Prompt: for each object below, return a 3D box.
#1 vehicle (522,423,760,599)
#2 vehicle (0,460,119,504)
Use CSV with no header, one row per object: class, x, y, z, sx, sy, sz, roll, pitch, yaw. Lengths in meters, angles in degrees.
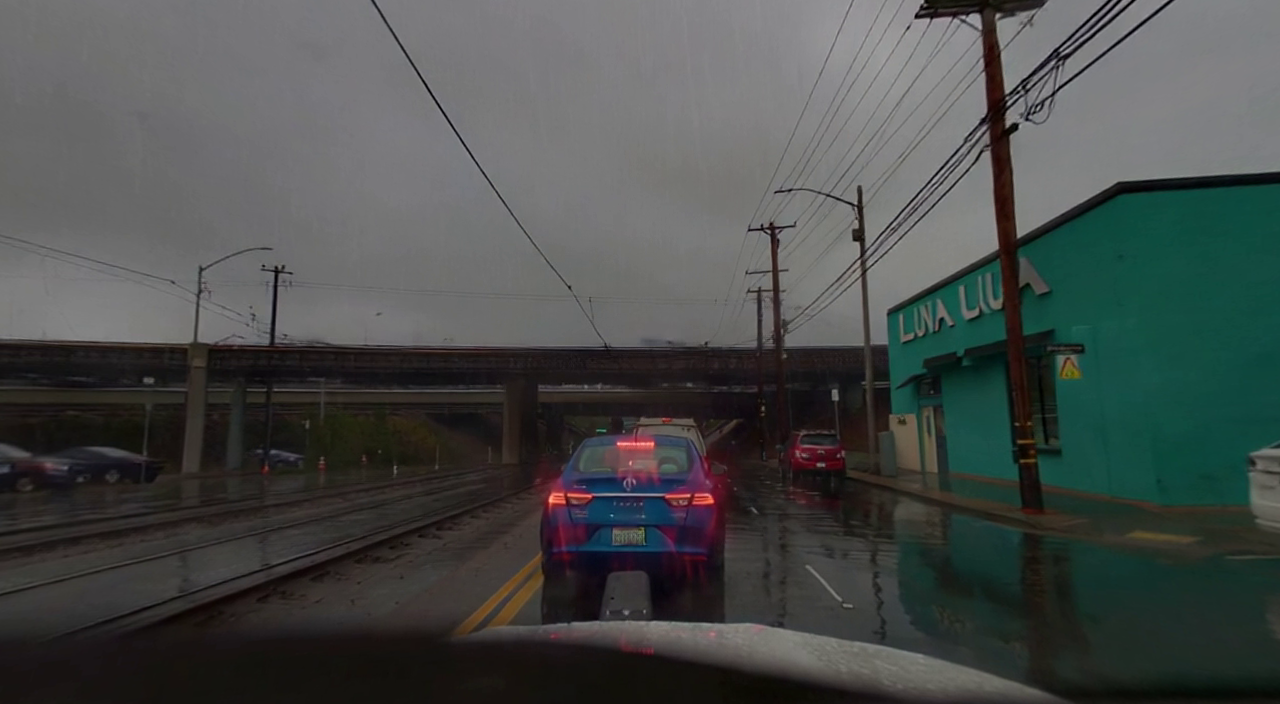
vehicle,0.091,1.704,7.613,2.090,1.518,4.033,-1,-9,3
vehicle,-21.953,4.674,22.830,4.566,1.453,1.935,-1,-9,5
